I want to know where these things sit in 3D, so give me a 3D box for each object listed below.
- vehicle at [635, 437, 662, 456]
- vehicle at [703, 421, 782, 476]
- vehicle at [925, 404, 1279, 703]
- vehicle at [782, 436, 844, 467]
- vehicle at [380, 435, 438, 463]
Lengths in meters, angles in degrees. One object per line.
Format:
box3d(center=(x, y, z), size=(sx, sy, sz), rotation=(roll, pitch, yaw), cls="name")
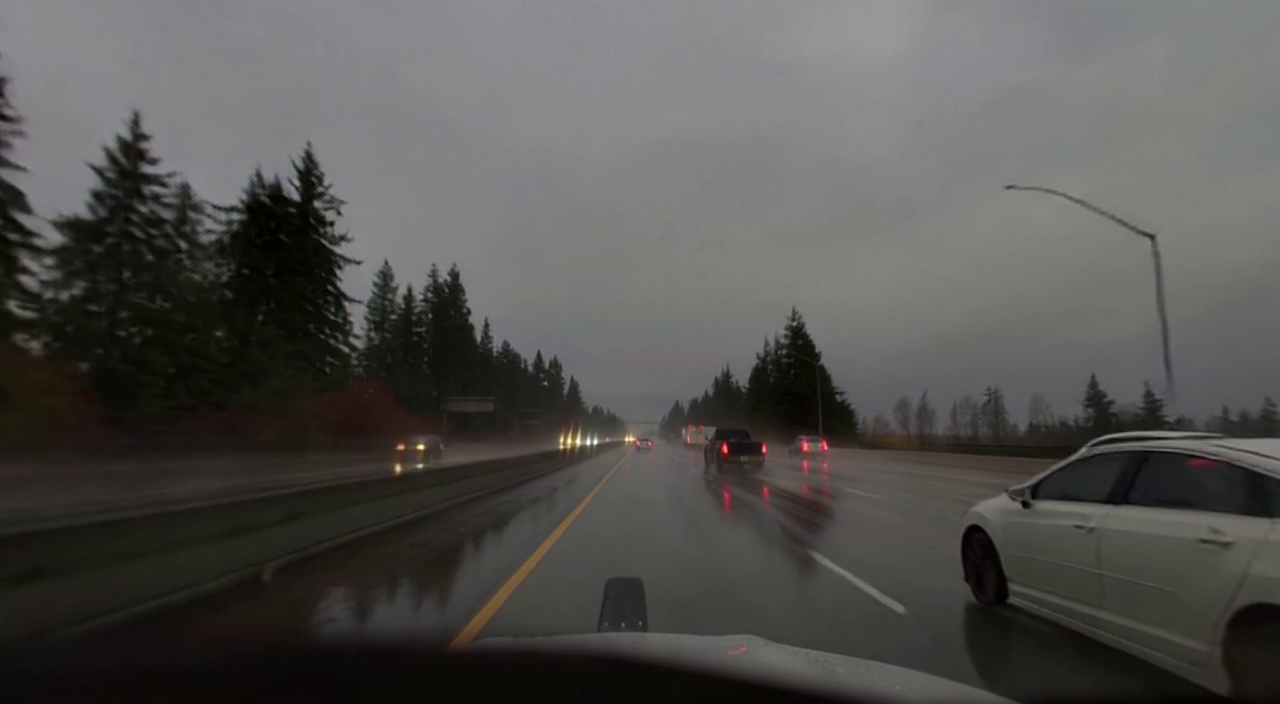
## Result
box3d(center=(0.643, 7.482, 49.827), size=(2.052, 1.472, 4.295), rotation=(0, -8, 0), cls="vehicle")
box3d(center=(3.900, 3.816, 25.015), size=(2.206, 1.902, 5.460), rotation=(0, -8, 0), cls="vehicle")
box3d(center=(3.372, 1.003, 2.886), size=(1.904, 1.453, 4.789), rotation=(0, -8, 0), cls="vehicle")
box3d(center=(9.031, 5.230, 33.150), size=(2.002, 1.500, 4.715), rotation=(0, -8, 1), cls="vehicle")
box3d(center=(-14.618, 6.156, 39.945), size=(1.953, 1.633, 4.404), rotation=(0, -8, 1), cls="vehicle")
